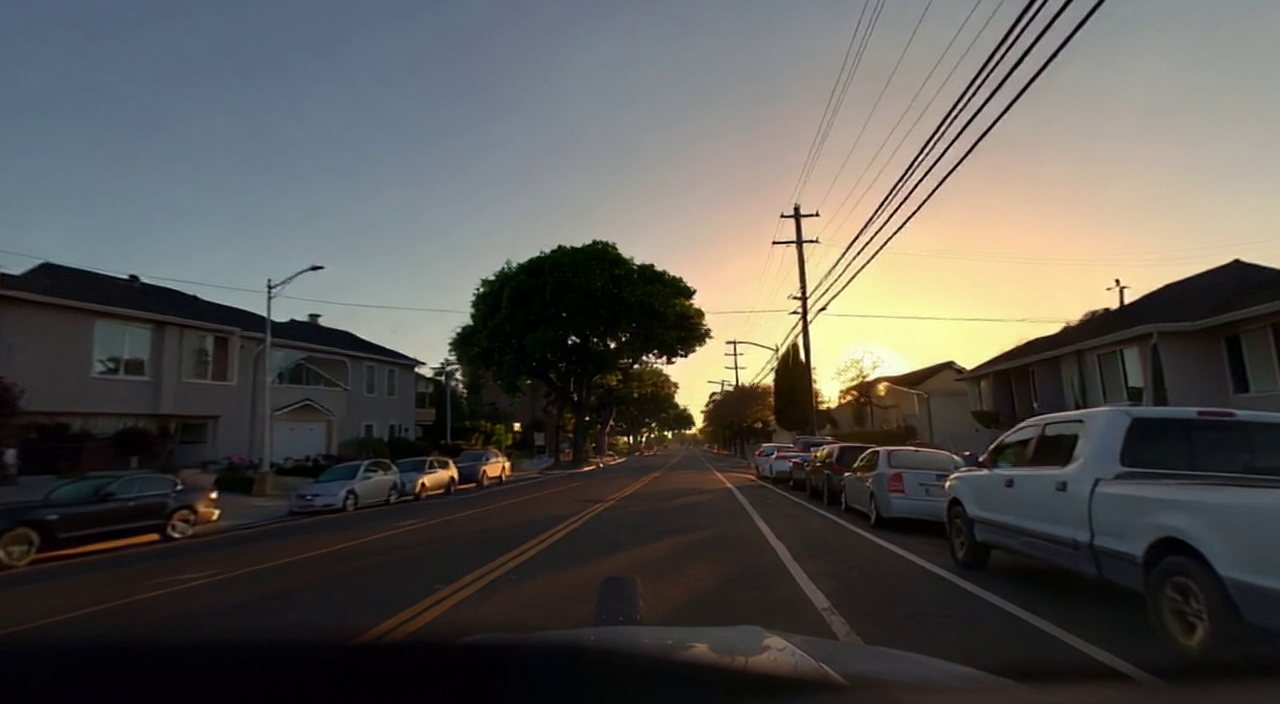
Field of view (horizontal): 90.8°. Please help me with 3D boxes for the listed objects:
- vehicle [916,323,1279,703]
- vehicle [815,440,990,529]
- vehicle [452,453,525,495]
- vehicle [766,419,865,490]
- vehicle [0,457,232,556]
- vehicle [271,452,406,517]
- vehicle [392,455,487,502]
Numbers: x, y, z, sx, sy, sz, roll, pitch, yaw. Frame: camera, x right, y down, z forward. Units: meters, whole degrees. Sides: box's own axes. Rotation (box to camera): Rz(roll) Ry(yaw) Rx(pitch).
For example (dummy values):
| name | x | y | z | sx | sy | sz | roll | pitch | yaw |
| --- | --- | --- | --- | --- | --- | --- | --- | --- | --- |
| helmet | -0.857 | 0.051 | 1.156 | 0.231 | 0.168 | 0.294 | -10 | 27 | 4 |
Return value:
| name | x | y | z | sx | sy | sz | roll | pitch | yaw |
| --- | --- | --- | --- | --- | --- | --- | --- | --- | --- |
| vehicle | 4.227 | 1.089 | 4.785 | 2.199 | 1.885 | 5.461 | -1 | -8 | 5 |
| vehicle | 5.163 | 2.619 | 13.325 | 1.927 | 1.483 | 5.100 | -1 | -8 | 5 |
| vehicle | -8.246 | 6.681 | 35.086 | 2.282 | 2.060 | 5.738 | -1 | -8 | 4 |
| vehicle | 6.001 | 3.598 | 22.459 | 2.330 | 2.160 | 5.550 | -1 | -8 | 5 |
| vehicle | -10.803 | 2.898 | 12.203 | 2.136 | 1.431 | 5.197 | -7 | -9 | 5 |
| vehicle | -9.771 | 4.282 | 20.958 | 1.937 | 1.837 | 4.414 | -1 | -8 | 6 |
| vehicle | -9.039 | 5.731 | 29.111 | 2.089 | 1.837 | 5.499 | -1 | -8 | 5 |
